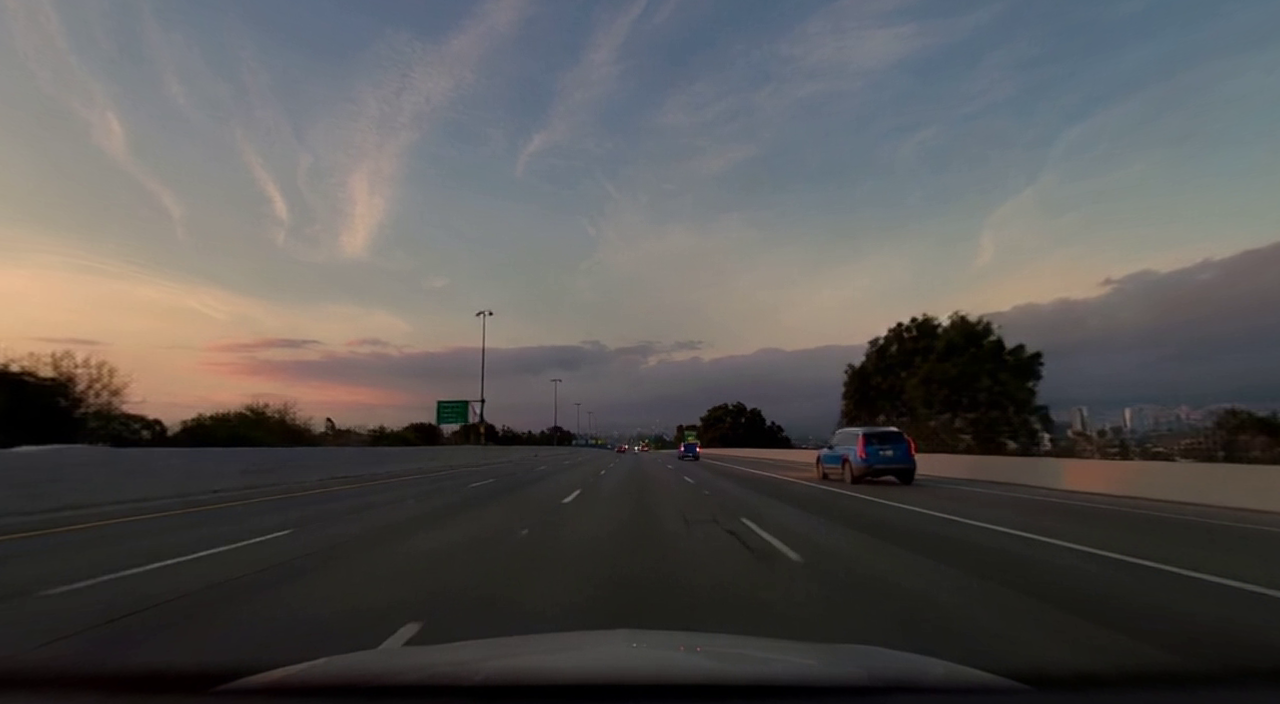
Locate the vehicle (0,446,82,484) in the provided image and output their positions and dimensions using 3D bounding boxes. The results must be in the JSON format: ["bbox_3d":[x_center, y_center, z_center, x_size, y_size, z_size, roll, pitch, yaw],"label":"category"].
[{"bbox_3d":[-25.651,4.512,25.479,2.196,1.389,4.532,0,-8,-1],"label":"vehicle"}]

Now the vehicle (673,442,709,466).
[{"bbox_3d":[3.410,6.891,42.955,2.000,1.533,3.770,0,-8,-1],"label":"vehicle"}]

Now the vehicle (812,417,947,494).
[{"bbox_3d":[6.772,3.004,18.550,2.065,1.953,4.605,0,-8,-1],"label":"vehicle"}]
